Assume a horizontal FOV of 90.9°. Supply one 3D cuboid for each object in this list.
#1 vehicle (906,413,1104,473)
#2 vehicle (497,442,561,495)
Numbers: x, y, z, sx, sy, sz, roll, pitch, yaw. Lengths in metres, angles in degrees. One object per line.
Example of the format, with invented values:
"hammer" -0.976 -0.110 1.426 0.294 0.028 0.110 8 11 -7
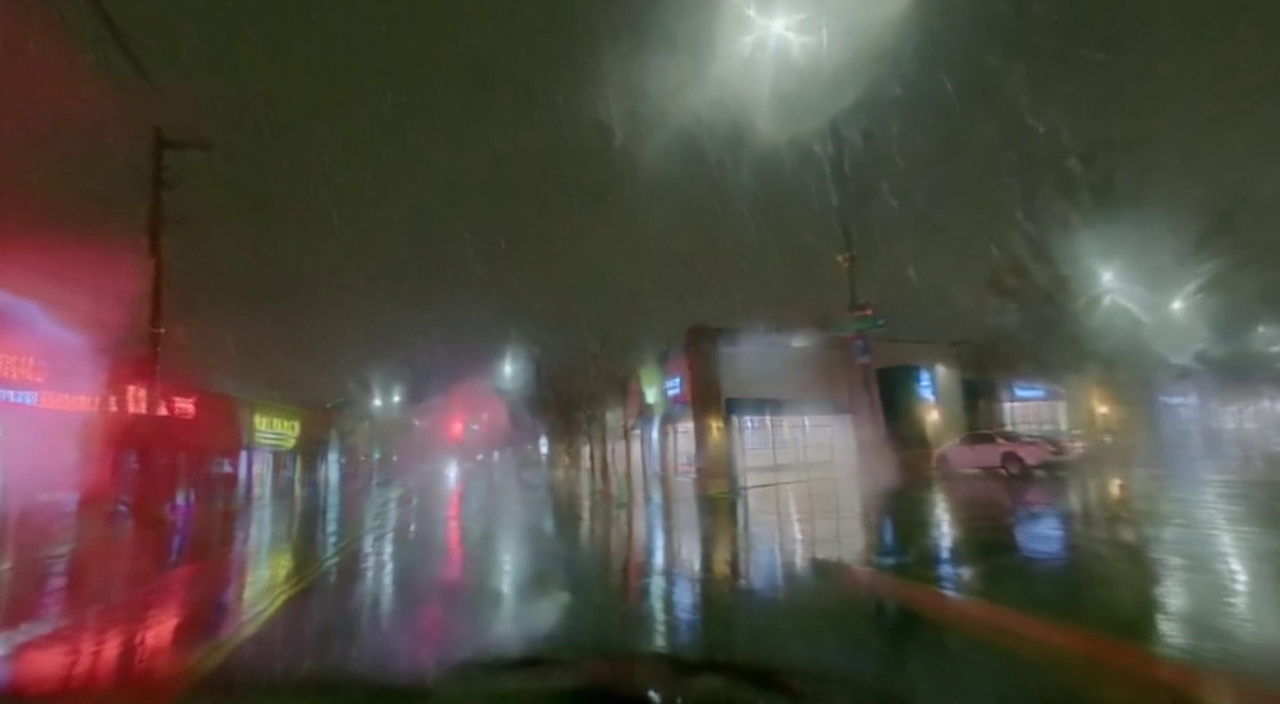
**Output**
"vehicle" 11.079 2.889 19.508 1.869 1.618 4.814 6 -12 -40
"vehicle" -4.932 5.031 27.512 2.150 2.013 4.748 1 -9 -17
